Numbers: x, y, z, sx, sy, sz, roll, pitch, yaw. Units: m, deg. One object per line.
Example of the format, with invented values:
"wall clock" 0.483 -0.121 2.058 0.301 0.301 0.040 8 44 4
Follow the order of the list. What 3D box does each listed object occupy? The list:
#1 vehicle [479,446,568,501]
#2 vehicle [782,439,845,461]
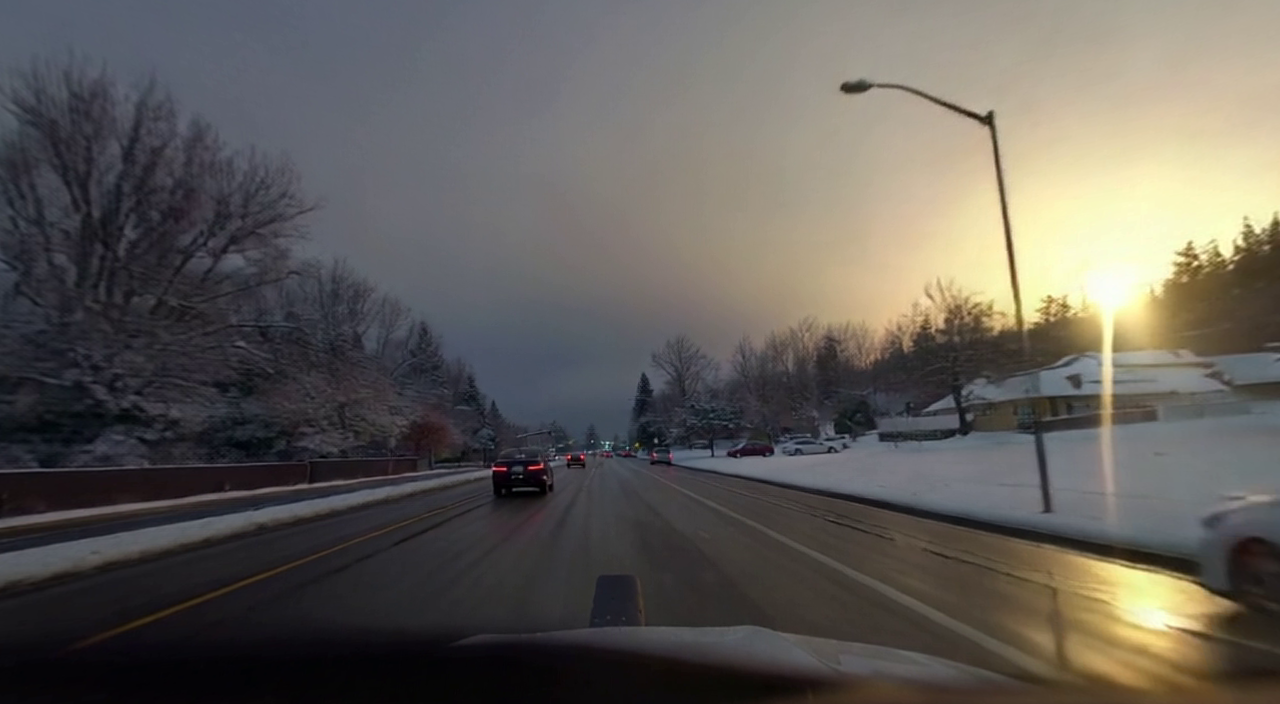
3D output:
"vehicle" -3.432 3.640 19.435 2.099 1.470 4.302 0 -8 -3
"vehicle" 12.746 7.192 46.374 3.965 1.543 2.021 0 -8 -3
